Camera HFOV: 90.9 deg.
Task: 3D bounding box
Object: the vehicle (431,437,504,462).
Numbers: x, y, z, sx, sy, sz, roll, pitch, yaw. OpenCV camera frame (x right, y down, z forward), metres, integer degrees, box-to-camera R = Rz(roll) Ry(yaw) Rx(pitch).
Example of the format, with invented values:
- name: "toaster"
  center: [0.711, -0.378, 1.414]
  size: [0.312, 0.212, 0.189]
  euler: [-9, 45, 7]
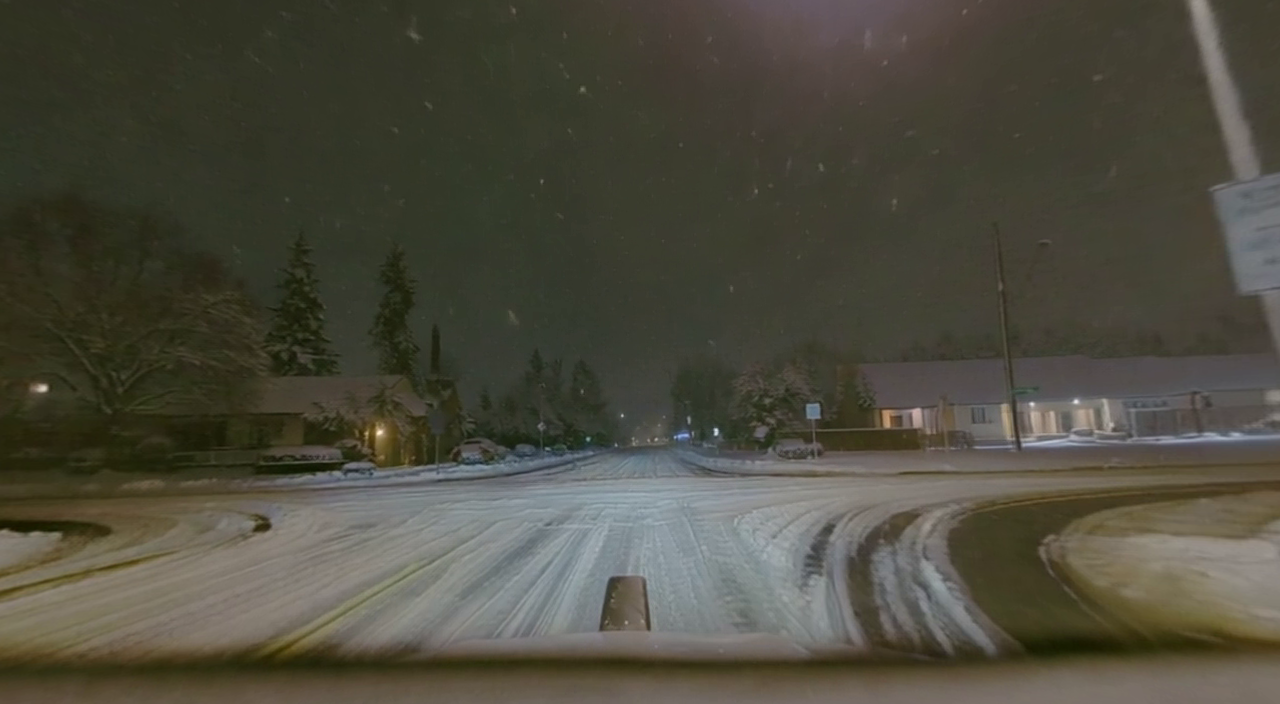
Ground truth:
- name: "vehicle"
  center: [-12.669, 7.144, 46.418]
  size: [4.702, 1.761, 1.978]
  euler: [0, -8, 3]
